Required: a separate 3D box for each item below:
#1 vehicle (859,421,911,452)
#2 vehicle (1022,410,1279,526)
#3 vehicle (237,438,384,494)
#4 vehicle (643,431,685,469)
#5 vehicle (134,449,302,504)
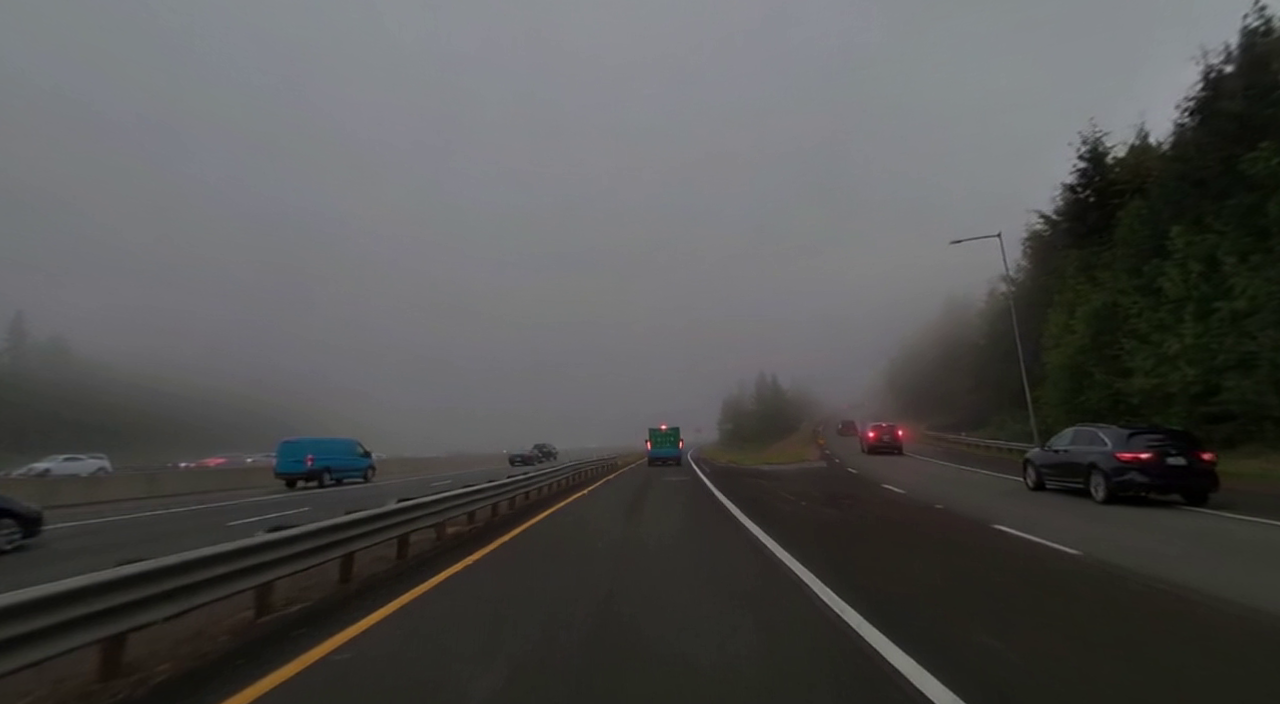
[{"bbox_3d":[15.238,5.287,39.542,2.167,1.798,4.838,-2,-8,11],"label":"vehicle"},{"bbox_3d":[9.177,2.007,11.480,2.098,1.654,4.637,-2,-8,9],"label":"vehicle"},{"bbox_3d":[-13.054,4.512,25.682,2.298,1.964,6.364,-1,-8,3],"label":"vehicle"},{"bbox_3d":[1.248,5.192,33.688,2.043,1.821,4.558,-1,-8,1],"label":"vehicle"},{"bbox_3d":[-13.419,3.950,20.458,2.747,1.505,3.932,-1,-8,0],"label":"vehicle"}]
